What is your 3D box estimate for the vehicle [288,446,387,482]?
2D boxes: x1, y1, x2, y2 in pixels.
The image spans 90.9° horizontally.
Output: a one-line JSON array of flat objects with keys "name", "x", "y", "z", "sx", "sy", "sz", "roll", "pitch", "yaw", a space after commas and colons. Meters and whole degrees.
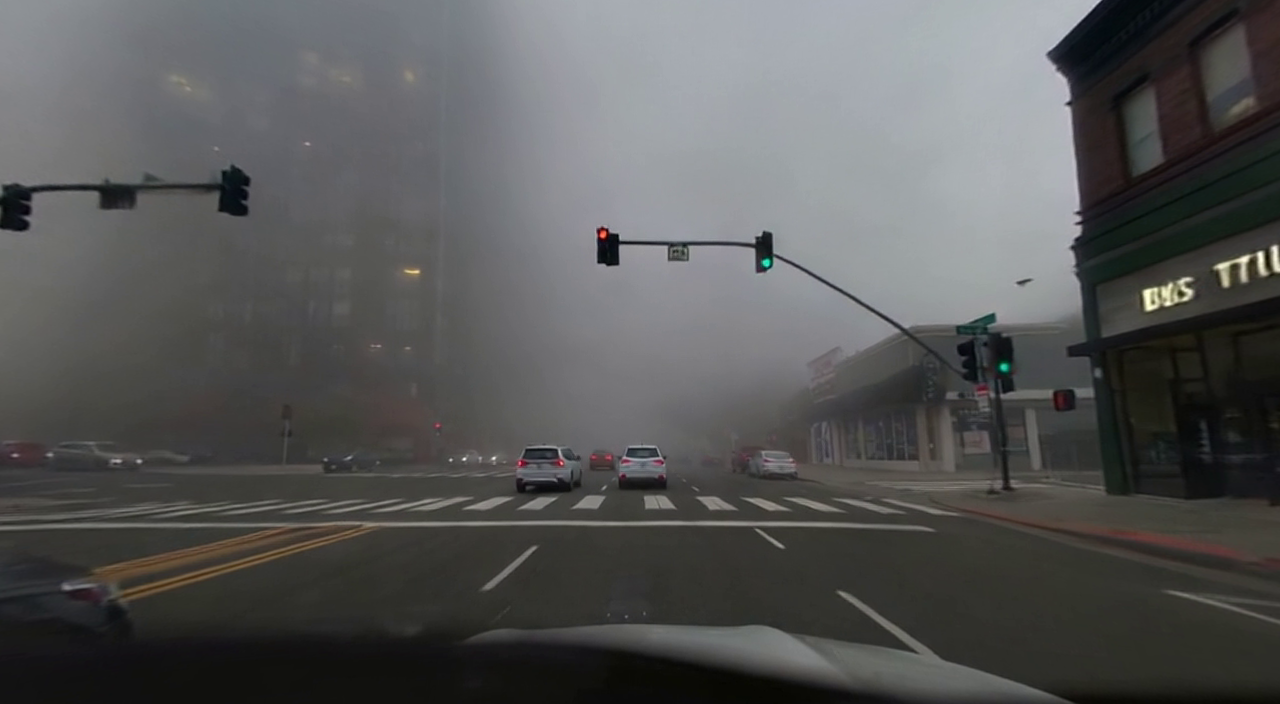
[{"name": "vehicle", "x": -15.412, "y": 5.696, "z": 32.424, "sx": 2.161, "sy": 1.704, "sz": 4.554, "roll": -2, "pitch": -9, "yaw": 12}]

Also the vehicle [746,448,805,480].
[{"name": "vehicle", "x": 6.644, "y": 5.543, "z": 31.458, "sx": 1.944, "sy": 1.462, "sz": 4.406, "roll": 0, "pitch": -9, "yaw": 0}]

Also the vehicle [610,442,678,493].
[{"name": "vehicle", "x": 0.154, "y": 3.781, "z": 20.997, "sx": 2.037, "sy": 1.484, "sz": 4.073, "roll": 0, "pitch": -9, "yaw": 1}]

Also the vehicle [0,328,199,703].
[{"name": "vehicle", "x": -2.988, "y": 0.545, "z": 0.465, "sx": 2.049, "sy": 1.646, "sz": 4.445, "roll": 0, "pitch": -9, "yaw": 1}]

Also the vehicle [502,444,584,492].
[{"name": "vehicle", "x": -3.178, "y": 3.895, "z": 21.564, "sx": 1.950, "sy": 1.450, "sz": 4.257, "roll": 0, "pitch": -9, "yaw": 2}]
